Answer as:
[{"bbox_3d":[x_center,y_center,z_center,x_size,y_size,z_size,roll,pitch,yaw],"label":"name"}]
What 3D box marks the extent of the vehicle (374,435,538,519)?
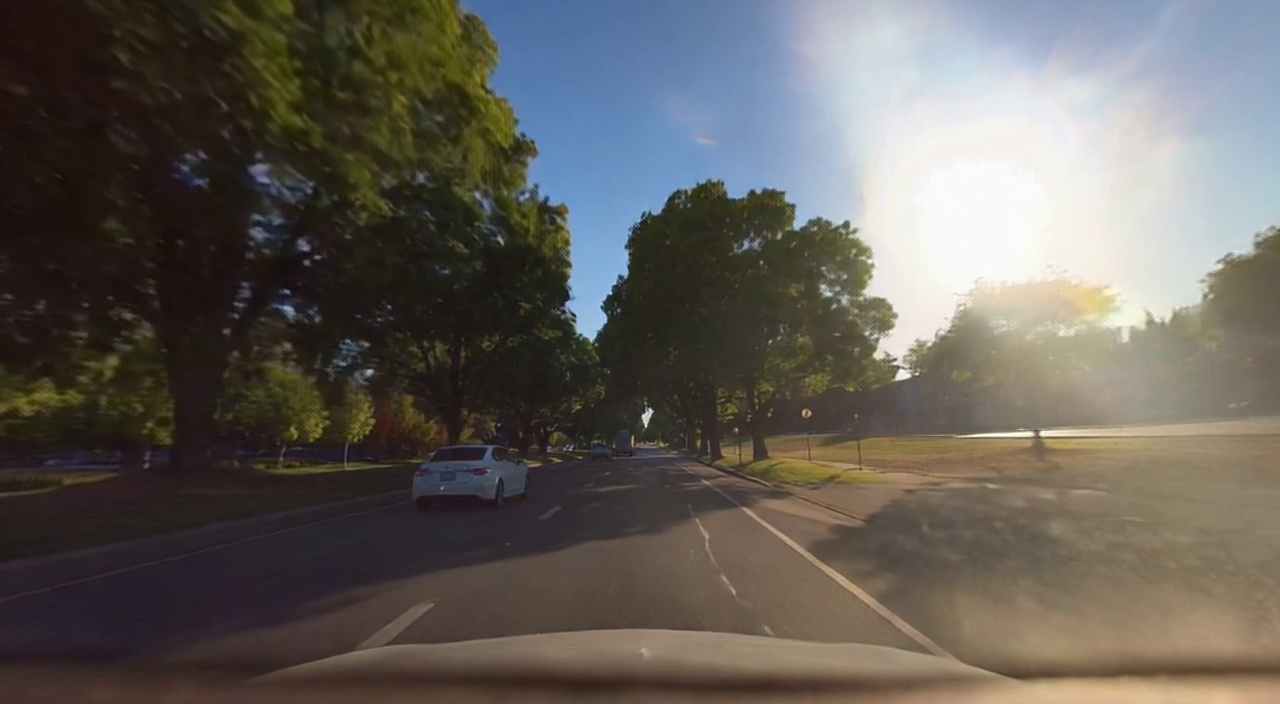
[{"bbox_3d":[-3.623,2.541,13.433,2.033,1.454,4.512,-1,-8,1],"label":"vehicle"}]
